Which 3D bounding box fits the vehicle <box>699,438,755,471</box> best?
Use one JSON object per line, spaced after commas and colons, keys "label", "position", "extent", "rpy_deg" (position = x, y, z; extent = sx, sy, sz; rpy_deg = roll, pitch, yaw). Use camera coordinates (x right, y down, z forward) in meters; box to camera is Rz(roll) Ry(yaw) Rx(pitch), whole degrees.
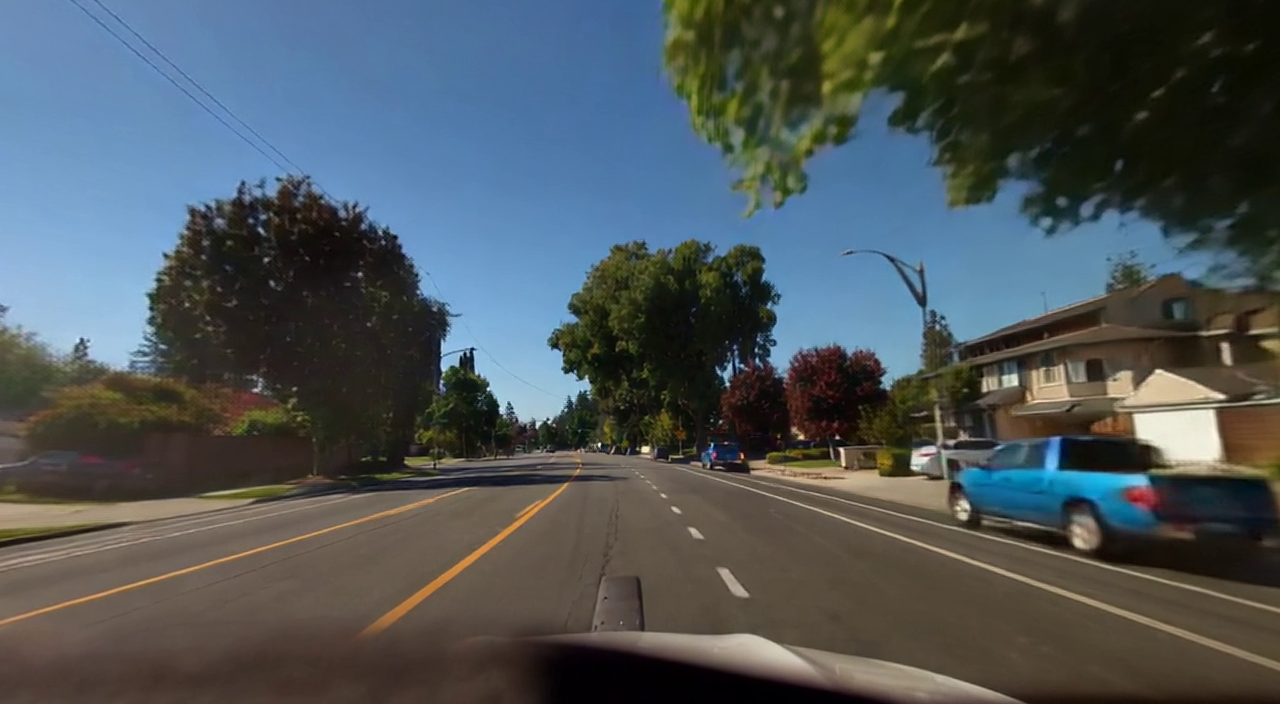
{"label": "vehicle", "position": [5.164, 6.210, 38.547], "extent": [2.285, 1.868, 5.575], "rpy_deg": [1, -8, -4]}

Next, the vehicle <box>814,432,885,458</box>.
{"label": "vehicle", "position": [15.820, 6.991, 47.810], "extent": [4.623, 1.741, 1.924], "rpy_deg": [-2, -7, -4]}

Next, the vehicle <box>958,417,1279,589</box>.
{"label": "vehicle", "position": [6.544, 1.851, 8.666], "extent": [2.024, 1.710, 4.525], "rpy_deg": [0, -8, 0]}
